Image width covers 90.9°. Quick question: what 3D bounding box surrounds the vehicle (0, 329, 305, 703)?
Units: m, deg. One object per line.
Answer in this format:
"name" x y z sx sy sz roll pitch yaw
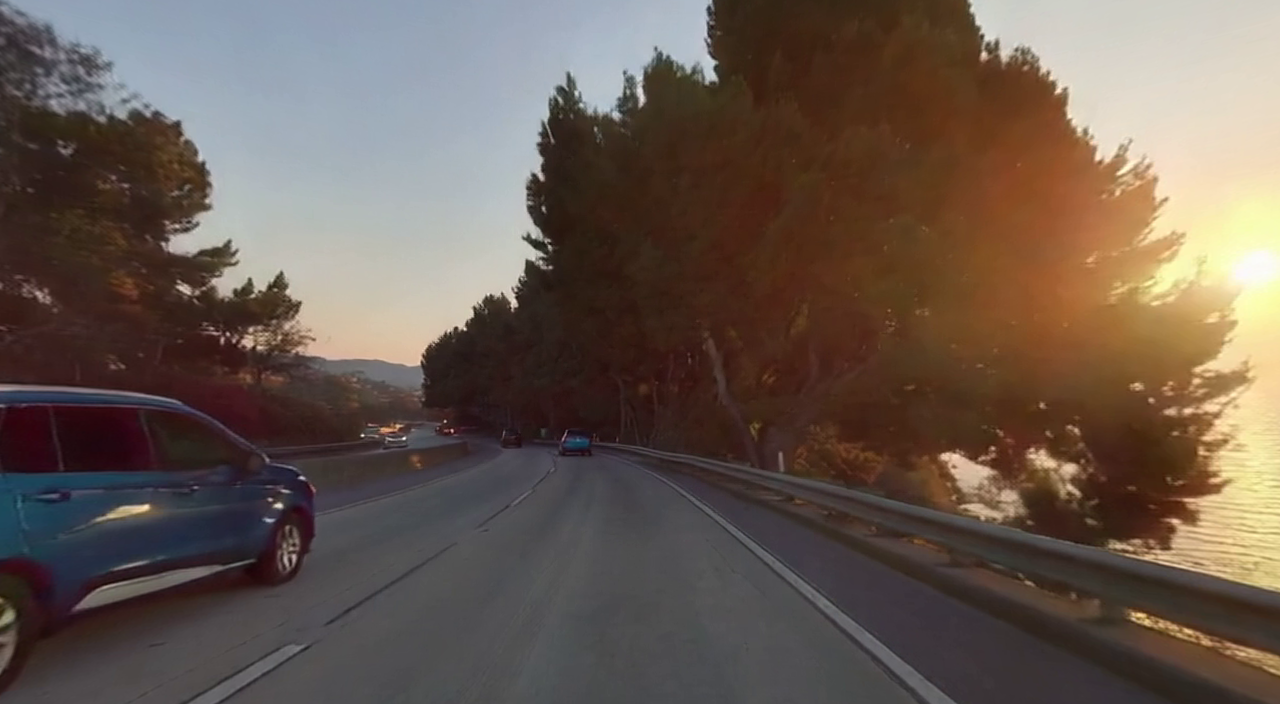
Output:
"vehicle" -4.295 0.884 3.533 2.248 1.849 4.747 0 -8 -1

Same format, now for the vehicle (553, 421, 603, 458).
"vehicle" -4.022 5.589 40.037 2.632 2.162 5.529 2 -9 -11
